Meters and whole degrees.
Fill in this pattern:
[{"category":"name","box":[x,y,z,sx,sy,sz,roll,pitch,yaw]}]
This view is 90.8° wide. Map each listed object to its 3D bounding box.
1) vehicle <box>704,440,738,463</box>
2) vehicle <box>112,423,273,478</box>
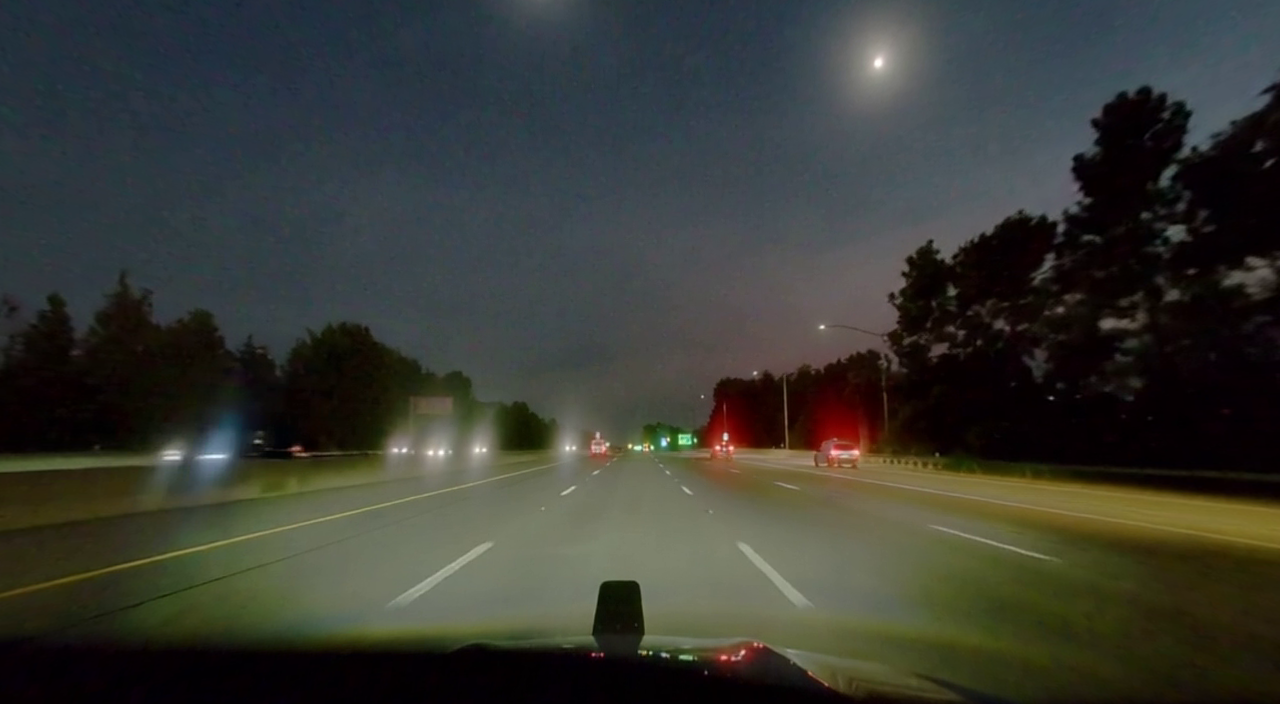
[{"category":"vehicle","box":[6.252,7.767,49.227,2.081,1.705,3.926,0,-9,-1]},{"category":"vehicle","box":[-14.769,3.303,21.256,2.004,1.621,4.599,0,-9,0]}]
